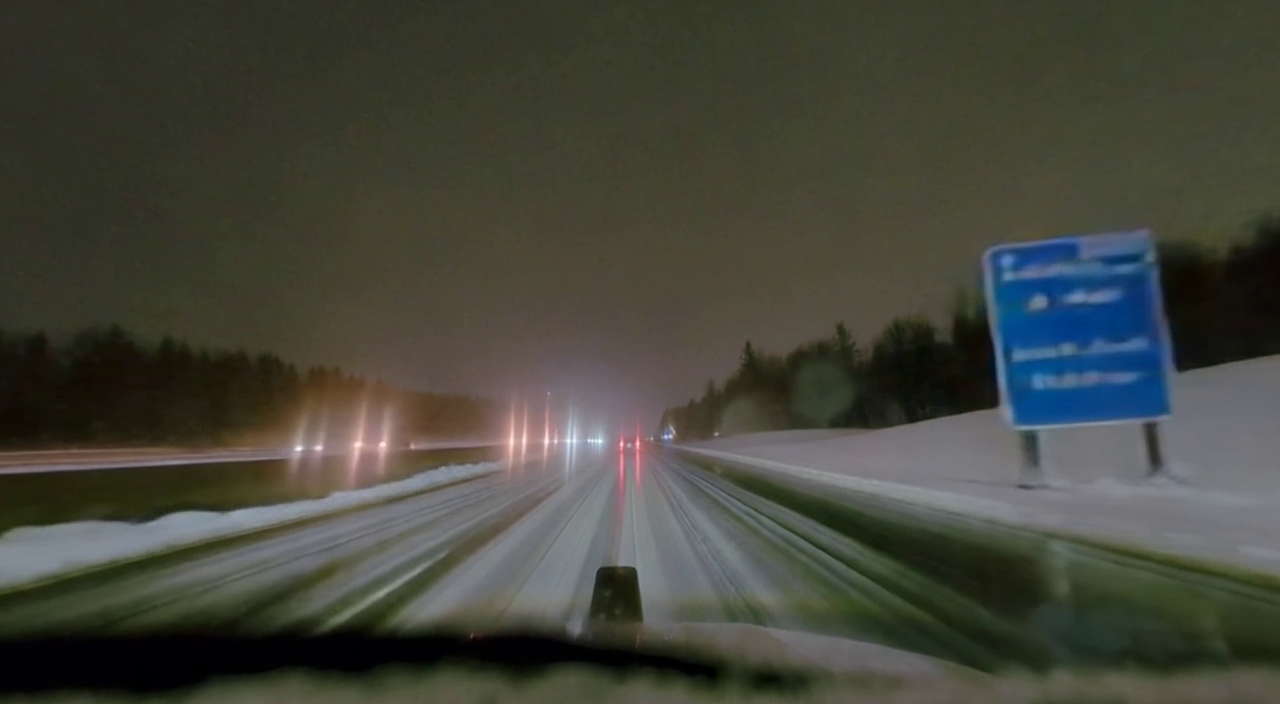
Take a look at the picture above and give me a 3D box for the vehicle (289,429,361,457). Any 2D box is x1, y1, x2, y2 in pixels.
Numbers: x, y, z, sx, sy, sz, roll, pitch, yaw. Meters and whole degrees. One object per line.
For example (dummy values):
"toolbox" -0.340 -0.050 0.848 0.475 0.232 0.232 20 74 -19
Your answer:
"vehicle" -18.051 5.230 36.242 1.854 1.492 4.562 0 -8 -1

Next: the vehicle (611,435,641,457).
"vehicle" -0.993 6.691 44.988 2.025 1.519 3.924 0 -8 -1

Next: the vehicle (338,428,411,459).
"vehicle" -13.562 4.698 32.421 1.877 1.515 4.495 0 -8 -1
